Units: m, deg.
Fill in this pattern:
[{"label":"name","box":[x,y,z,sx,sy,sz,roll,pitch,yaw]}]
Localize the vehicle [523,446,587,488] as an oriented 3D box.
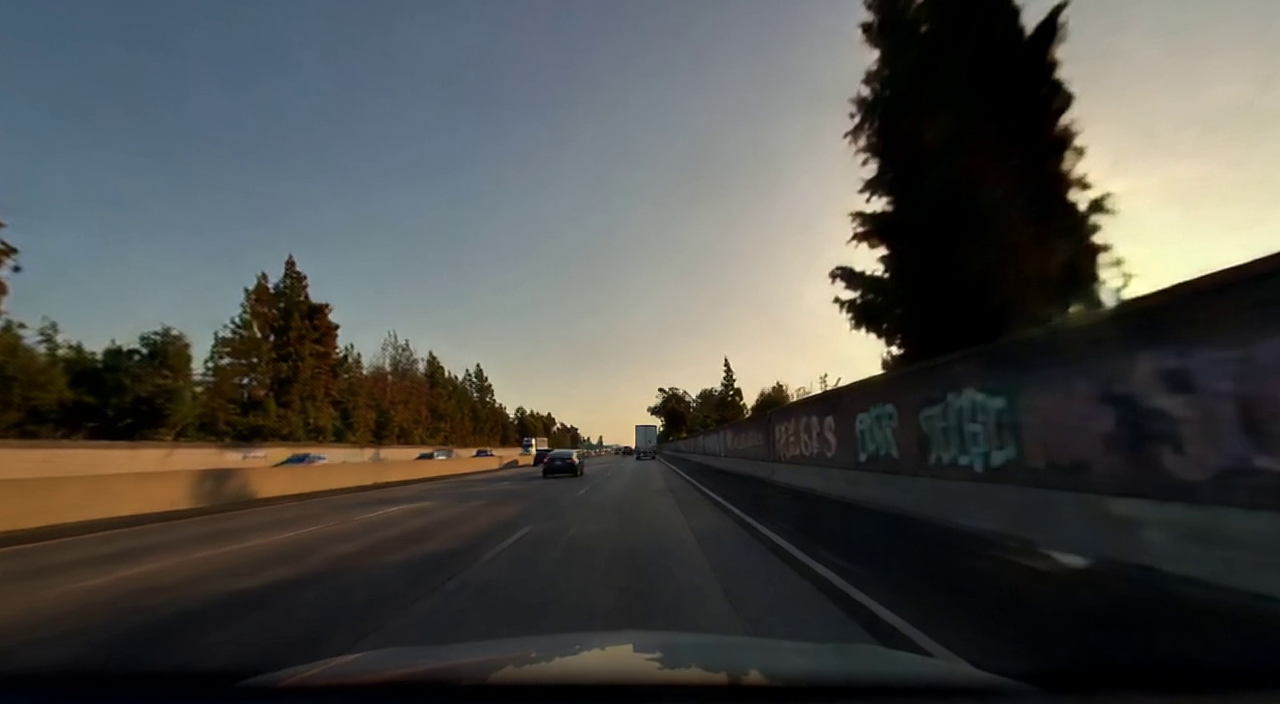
[{"label":"vehicle","box":[-3.194,4.405,24.587,1.803,1.466,4.509,0,-9,1]}]
